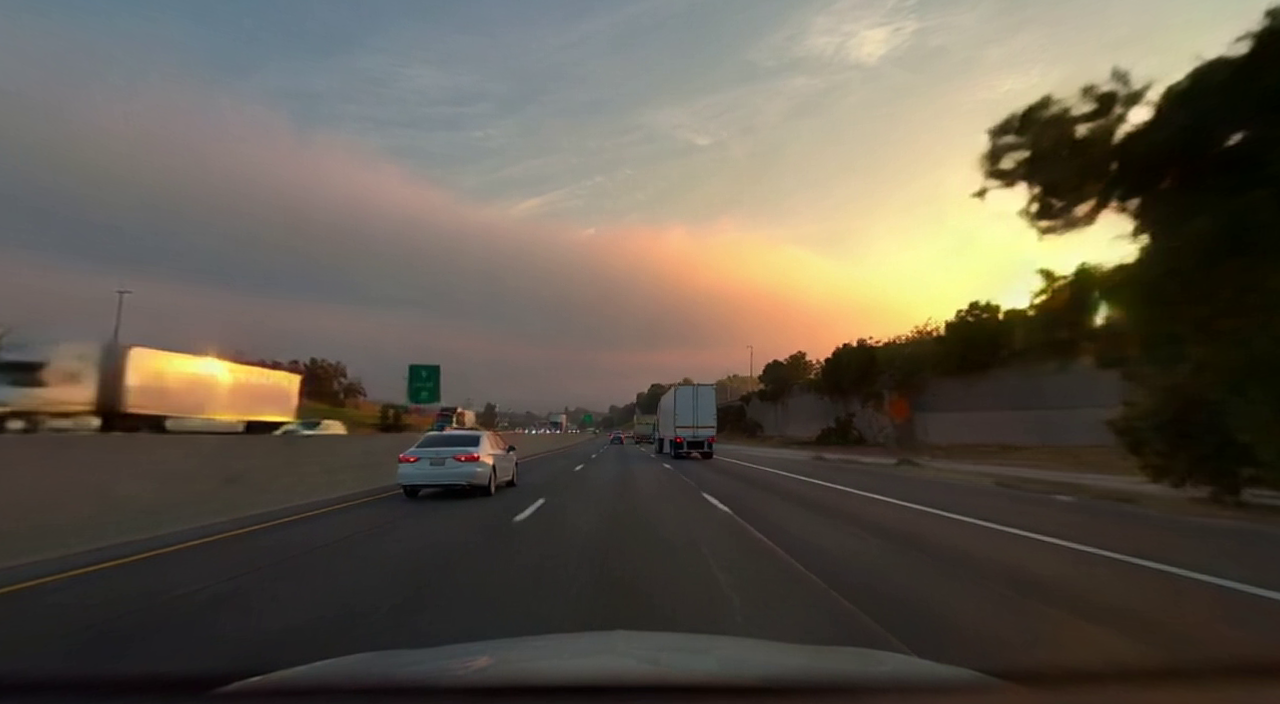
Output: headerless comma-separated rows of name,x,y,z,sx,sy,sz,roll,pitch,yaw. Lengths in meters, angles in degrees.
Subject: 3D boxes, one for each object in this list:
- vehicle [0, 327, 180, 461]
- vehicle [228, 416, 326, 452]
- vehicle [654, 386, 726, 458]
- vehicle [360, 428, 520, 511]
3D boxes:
vehicle,-19.412,1.571,21.215,3.132,3.870,5.926,1,-8,0
vehicle,-16.528,3.770,28.983,1.890,1.477,4.467,0,-8,-1
vehicle,3.009,4.875,42.833,3.241,4.042,14.292,0,-7,-2
vehicle,-3.941,2.360,13.316,1.971,1.444,4.401,0,-8,-1
